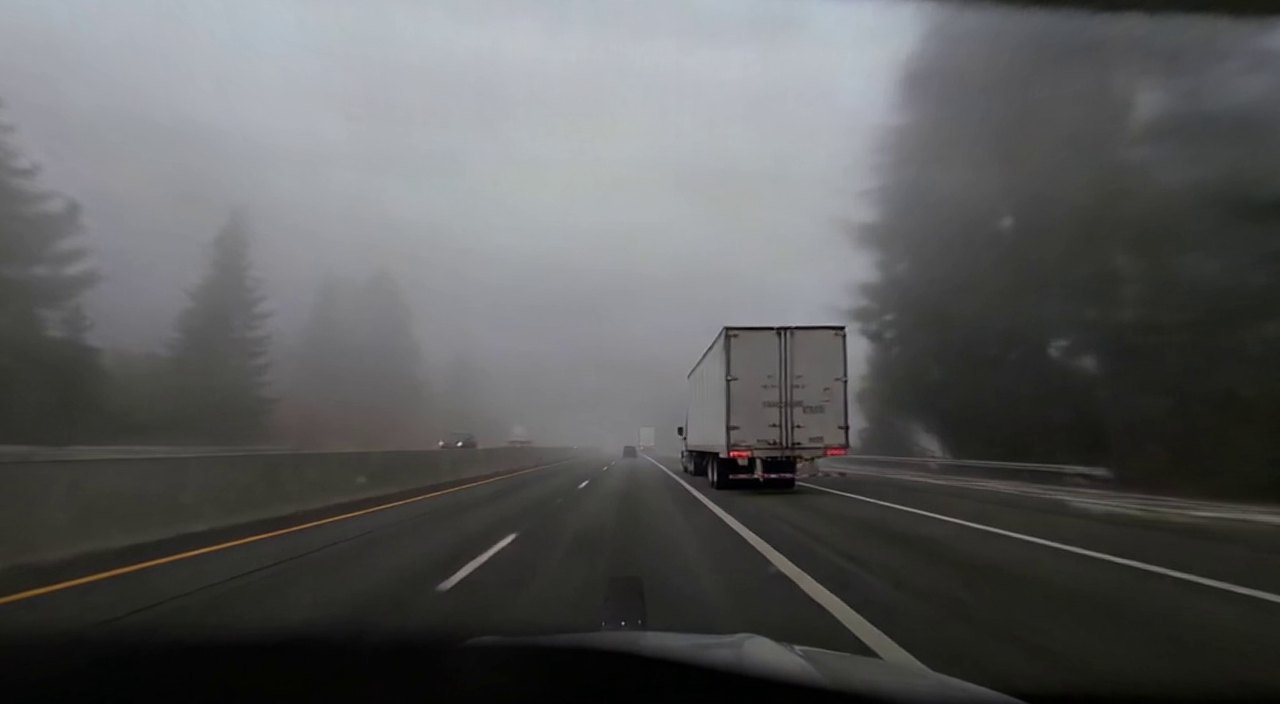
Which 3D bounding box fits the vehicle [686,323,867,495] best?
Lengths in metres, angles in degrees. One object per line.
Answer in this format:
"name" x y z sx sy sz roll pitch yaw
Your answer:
"vehicle" 3.861 2.422 22.659 3.323 4.262 14.056 0 -9 0
